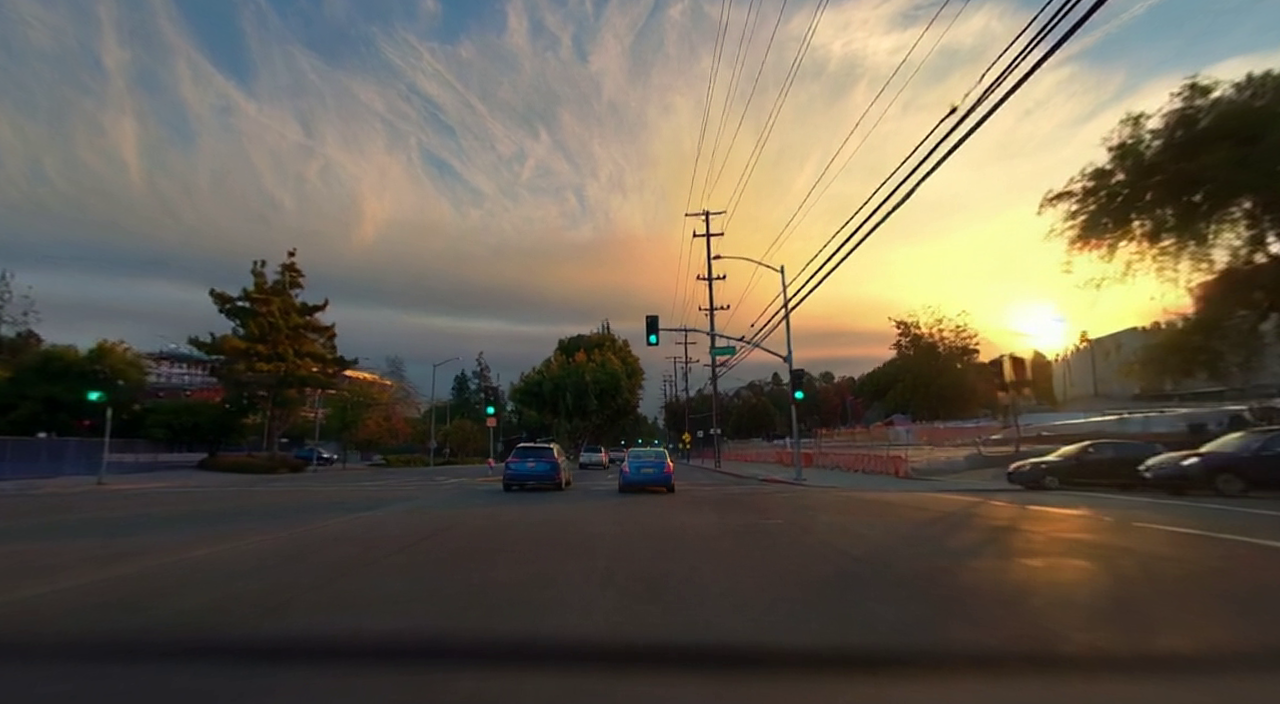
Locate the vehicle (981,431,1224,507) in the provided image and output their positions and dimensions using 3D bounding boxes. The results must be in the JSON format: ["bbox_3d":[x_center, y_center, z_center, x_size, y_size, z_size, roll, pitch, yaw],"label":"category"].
[{"bbox_3d":[12.113,3.091,16.820,4.551,1.759,2.320,-2,-8,5],"label":"vehicle"}]

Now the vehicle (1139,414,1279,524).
[{"bbox_3d":[13.656,2.382,13.122,4.623,2.090,2.017,0,-8,-1],"label":"vehicle"}]

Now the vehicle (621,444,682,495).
[{"bbox_3d":[0.379,4.279,23.389,2.059,1.691,3.980,0,-8,0],"label":"vehicle"}]

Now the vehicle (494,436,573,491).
[{"bbox_3d":[-3.767,4.008,23.038,2.078,1.804,4.387,0,-8,1],"label":"vehicle"}]

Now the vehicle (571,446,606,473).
[{"bbox_3d":[-3.467,7.350,43.342,1.910,1.713,4.786,0,-8,1],"label":"vehicle"}]
